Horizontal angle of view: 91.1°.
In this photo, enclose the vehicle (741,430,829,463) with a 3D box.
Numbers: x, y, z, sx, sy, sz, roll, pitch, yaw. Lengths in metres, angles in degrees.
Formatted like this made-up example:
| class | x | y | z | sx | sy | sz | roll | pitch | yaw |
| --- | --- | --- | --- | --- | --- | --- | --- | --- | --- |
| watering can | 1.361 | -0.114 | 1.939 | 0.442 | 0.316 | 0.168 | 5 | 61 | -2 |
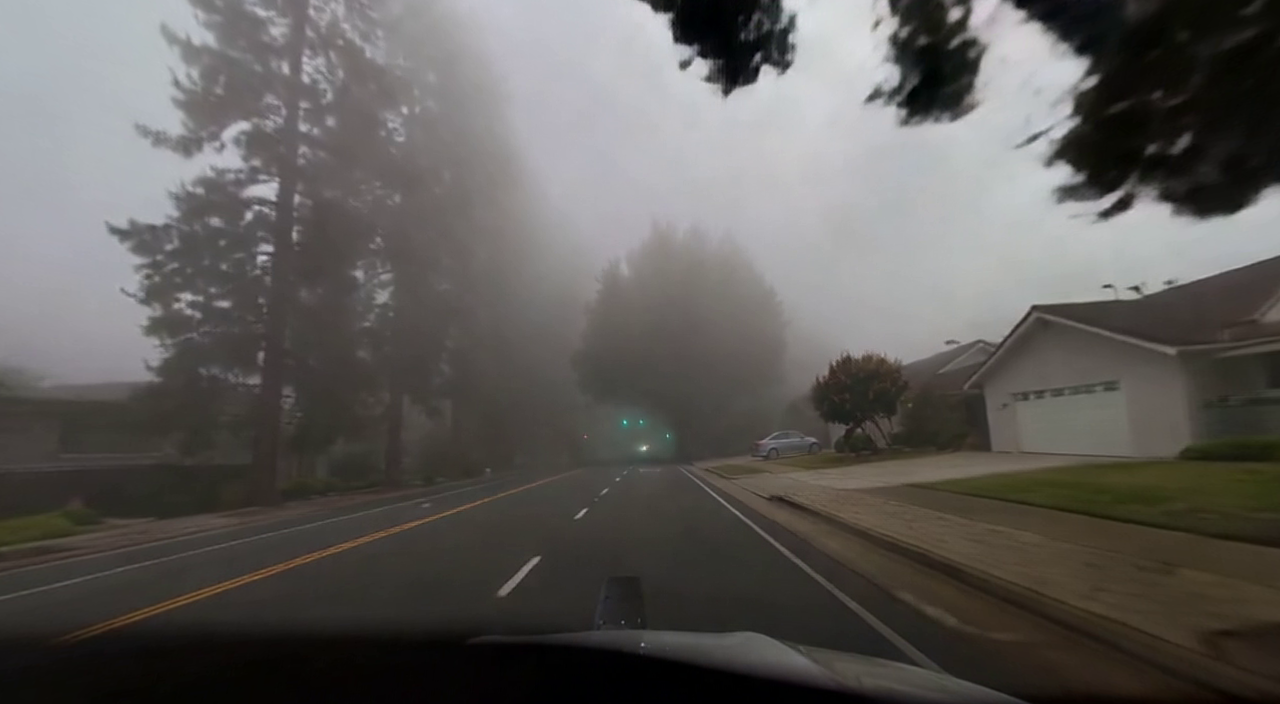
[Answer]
| class | x | y | z | sx | sy | sz | roll | pitch | yaw |
| --- | --- | --- | --- | --- | --- | --- | --- | --- | --- |
| vehicle | 8.466 | 5.523 | 36.766 | 4.636 | 1.823 | 1.997 | 3 | -9 | -18 |
